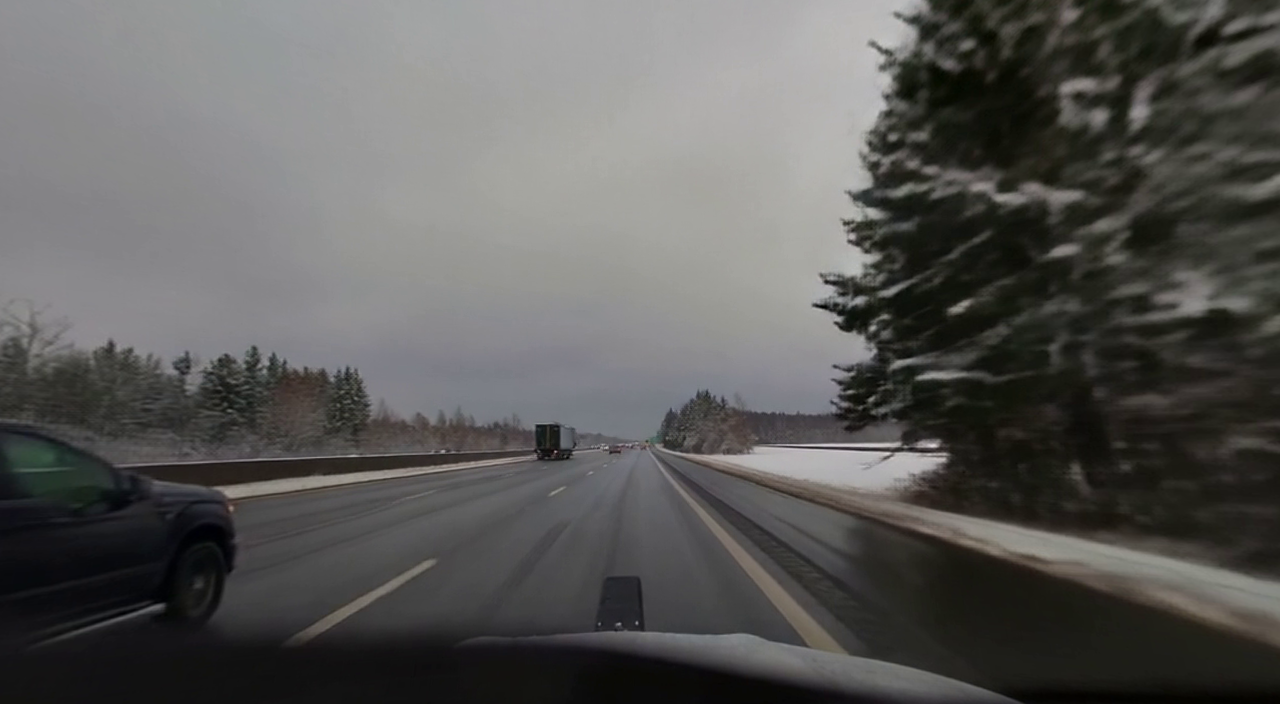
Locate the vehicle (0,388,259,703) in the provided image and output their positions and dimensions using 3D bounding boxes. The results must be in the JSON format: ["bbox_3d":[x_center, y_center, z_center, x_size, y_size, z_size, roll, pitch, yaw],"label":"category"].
[{"bbox_3d":[-3.854,0.850,2.172,2.028,1.553,4.820,0,-9,0],"label":"vehicle"}]
